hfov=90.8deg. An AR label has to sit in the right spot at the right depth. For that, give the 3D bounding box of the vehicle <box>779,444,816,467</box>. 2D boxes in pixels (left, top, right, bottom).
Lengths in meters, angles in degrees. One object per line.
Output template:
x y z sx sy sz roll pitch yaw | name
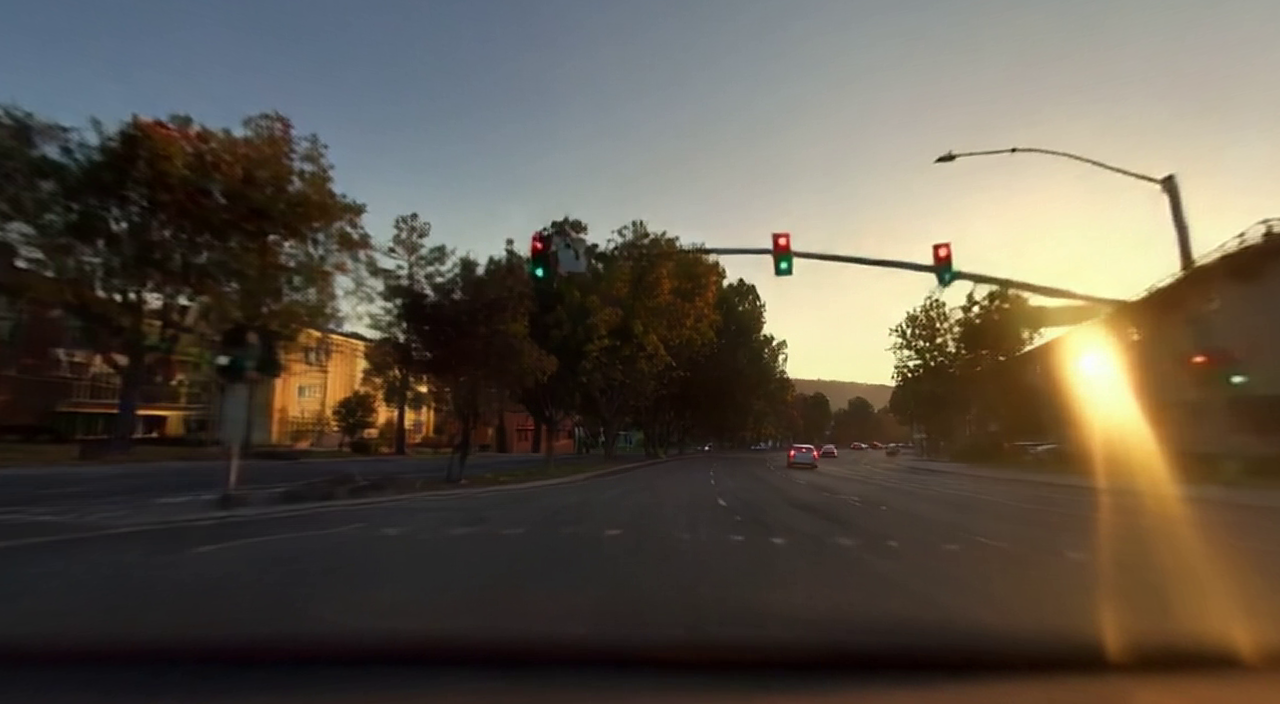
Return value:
10.798 7.124 43.555 1.988 1.460 3.996 -1 -9 8 | vehicle
